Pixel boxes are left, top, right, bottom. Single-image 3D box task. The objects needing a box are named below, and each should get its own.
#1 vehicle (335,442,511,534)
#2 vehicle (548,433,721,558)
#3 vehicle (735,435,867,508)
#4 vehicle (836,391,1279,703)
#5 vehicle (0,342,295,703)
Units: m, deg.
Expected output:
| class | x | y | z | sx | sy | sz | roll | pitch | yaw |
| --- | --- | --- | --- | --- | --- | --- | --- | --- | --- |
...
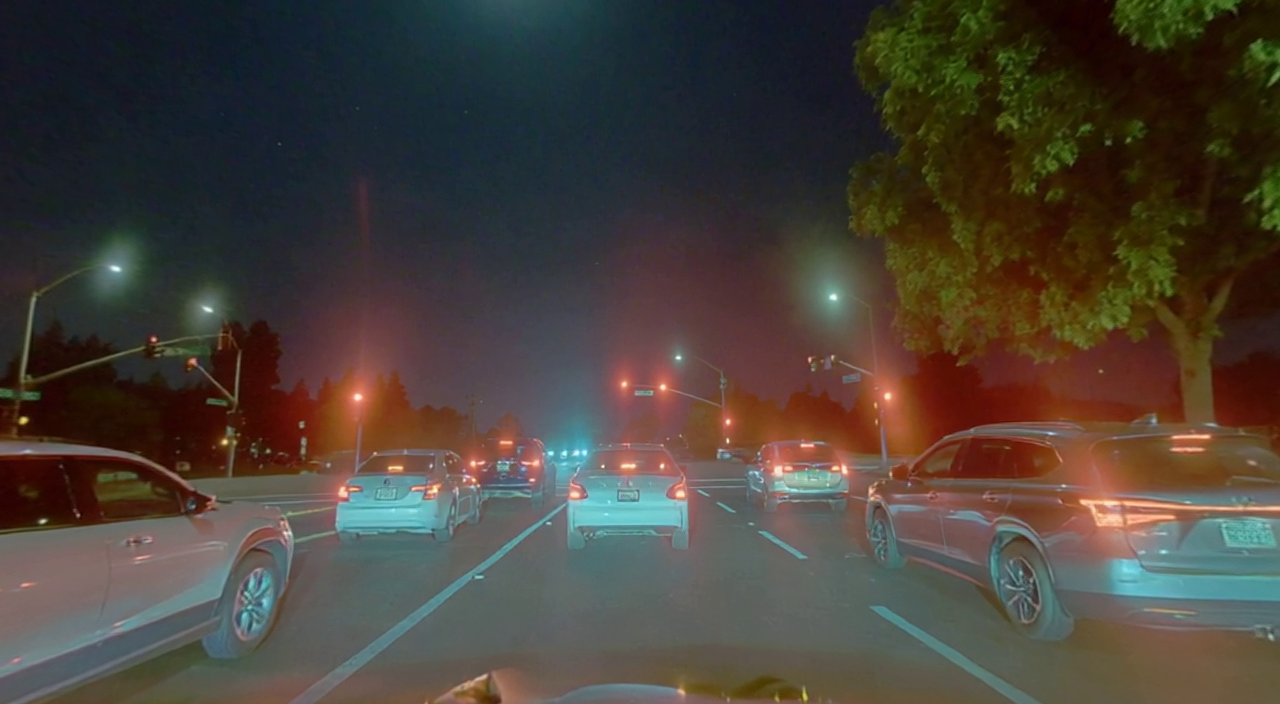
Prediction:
| class | x | y | z | sx | sy | sz | roll | pitch | yaw |
| --- | --- | --- | --- | --- | --- | --- | --- | --- | --- |
| vehicle | -3.916 | 2.501 | 12.338 | 1.919 | 1.459 | 4.371 | 0 | -8 | -1 |
| vehicle | -0.076 | 2.009 | 9.589 | 2.061 | 1.470 | 3.970 | 0 | -8 | 0 |
| vehicle | 3.645 | 2.786 | 15.256 | 1.922 | 1.472 | 4.440 | 0 | -8 | -1 |
| vehicle | 3.390 | 1.307 | 5.424 | 1.933 | 1.564 | 4.600 | 0 | -8 | 0 |
| vehicle | -3.663 | 0.846 | 2.547 | 2.047 | 1.764 | 4.369 | 0 | -8 | 0 |
